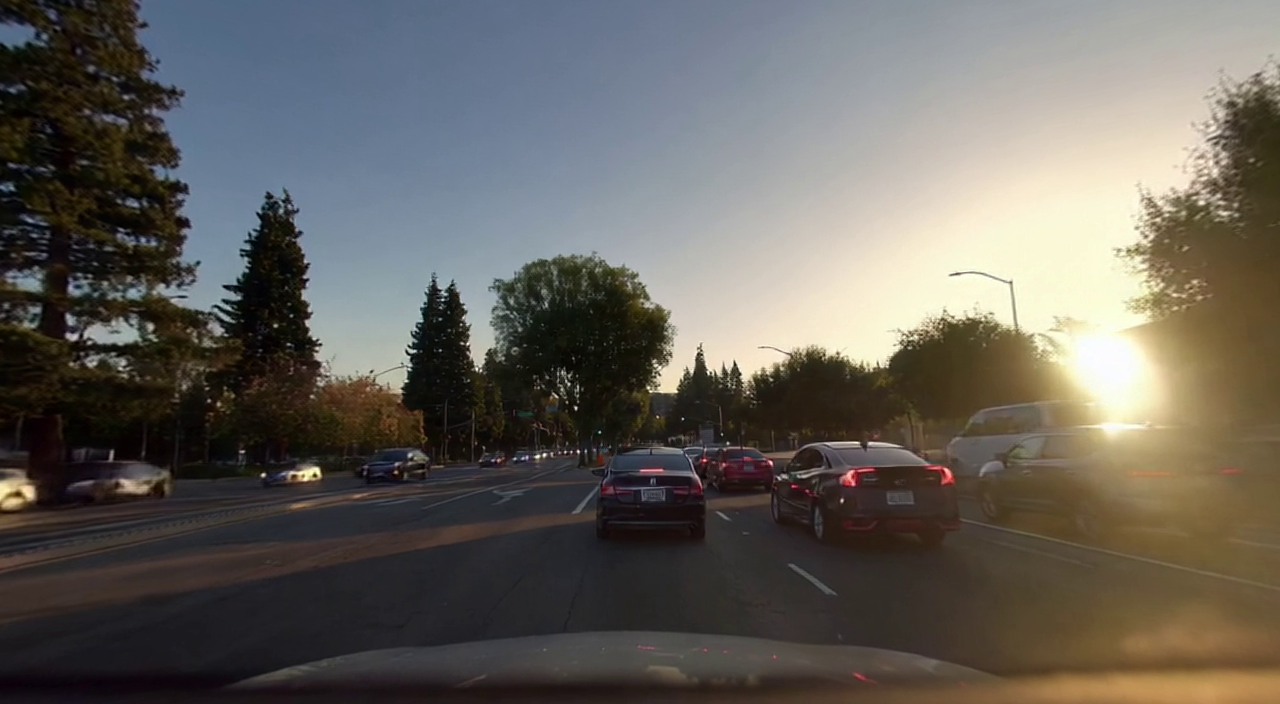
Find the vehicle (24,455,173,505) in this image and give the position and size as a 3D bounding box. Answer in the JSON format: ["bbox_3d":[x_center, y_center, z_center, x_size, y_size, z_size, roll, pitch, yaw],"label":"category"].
[{"bbox_3d":[-22.257,5.235,26.292,2.034,1.798,4.734,0,-9,-1],"label":"vehicle"}]

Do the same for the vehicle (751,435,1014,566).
[{"bbox_3d":[3.178,2.051,9.650,1.970,1.445,4.974,0,-9,-1],"label":"vehicle"}]

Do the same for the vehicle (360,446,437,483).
[{"bbox_3d":[-11.739,5.480,31.112,1.980,1.675,4.581,0,-9,0],"label":"vehicle"}]

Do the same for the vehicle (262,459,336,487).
[{"bbox_3d":[-18.512,6.563,34.481,1.798,1.333,3.944,0,-9,0],"label":"vehicle"}]

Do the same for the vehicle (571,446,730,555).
[{"bbox_3d":[0.084,2.175,10.010,1.990,1.347,4.067,0,-9,-1],"label":"vehicle"}]

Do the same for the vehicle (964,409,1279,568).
[{"bbox_3d":[6.904,1.827,9.169,1.987,1.730,4.373,0,-9,-1],"label":"vehicle"}]
